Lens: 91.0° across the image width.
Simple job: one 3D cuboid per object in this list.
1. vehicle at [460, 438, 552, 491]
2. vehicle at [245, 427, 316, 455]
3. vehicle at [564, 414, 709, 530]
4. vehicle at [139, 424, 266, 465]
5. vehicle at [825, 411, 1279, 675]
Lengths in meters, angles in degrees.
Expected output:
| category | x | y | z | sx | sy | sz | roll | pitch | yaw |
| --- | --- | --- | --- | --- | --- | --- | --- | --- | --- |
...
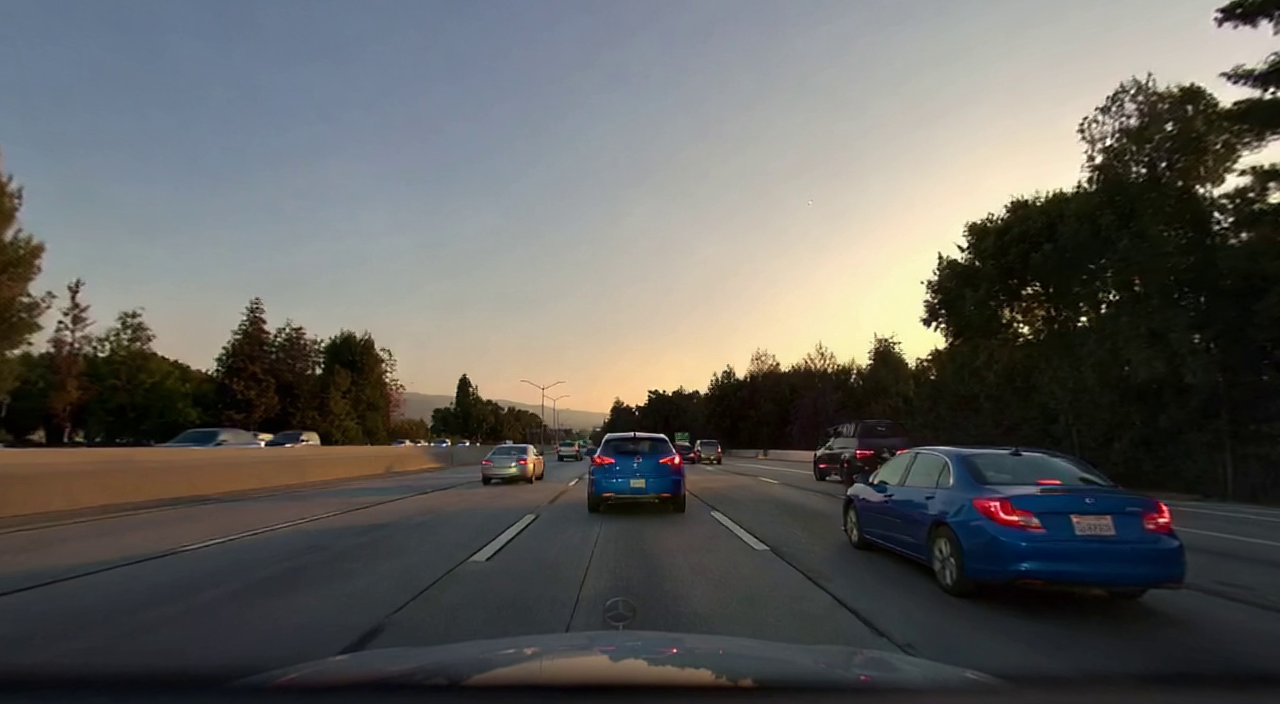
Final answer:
| category | x | y | z | sx | sy | sz | roll | pitch | yaw |
| --- | --- | --- | --- | --- | --- | --- | --- | --- | --- |
| vehicle | -4.231 | 3.616 | 20.627 | 2.023 | 1.497 | 4.526 | 0 | -9 | 0 |
| vehicle | -22.736 | 5.699 | 40.022 | 1.981 | 1.633 | 4.445 | 1 | -9 | -1 |
| vehicle | -0.062 | 2.125 | 11.595 | 2.181 | 1.728 | 3.970 | 0 | -9 | 0 |
| vehicle | -18.154 | 3.887 | 26.460 | 2.022 | 1.534 | 4.699 | 1 | -9 | -1 |
| vehicle | 3.378 | 1.449 | 5.890 | 1.975 | 1.532 | 4.227 | 0 | -9 | 0 |
